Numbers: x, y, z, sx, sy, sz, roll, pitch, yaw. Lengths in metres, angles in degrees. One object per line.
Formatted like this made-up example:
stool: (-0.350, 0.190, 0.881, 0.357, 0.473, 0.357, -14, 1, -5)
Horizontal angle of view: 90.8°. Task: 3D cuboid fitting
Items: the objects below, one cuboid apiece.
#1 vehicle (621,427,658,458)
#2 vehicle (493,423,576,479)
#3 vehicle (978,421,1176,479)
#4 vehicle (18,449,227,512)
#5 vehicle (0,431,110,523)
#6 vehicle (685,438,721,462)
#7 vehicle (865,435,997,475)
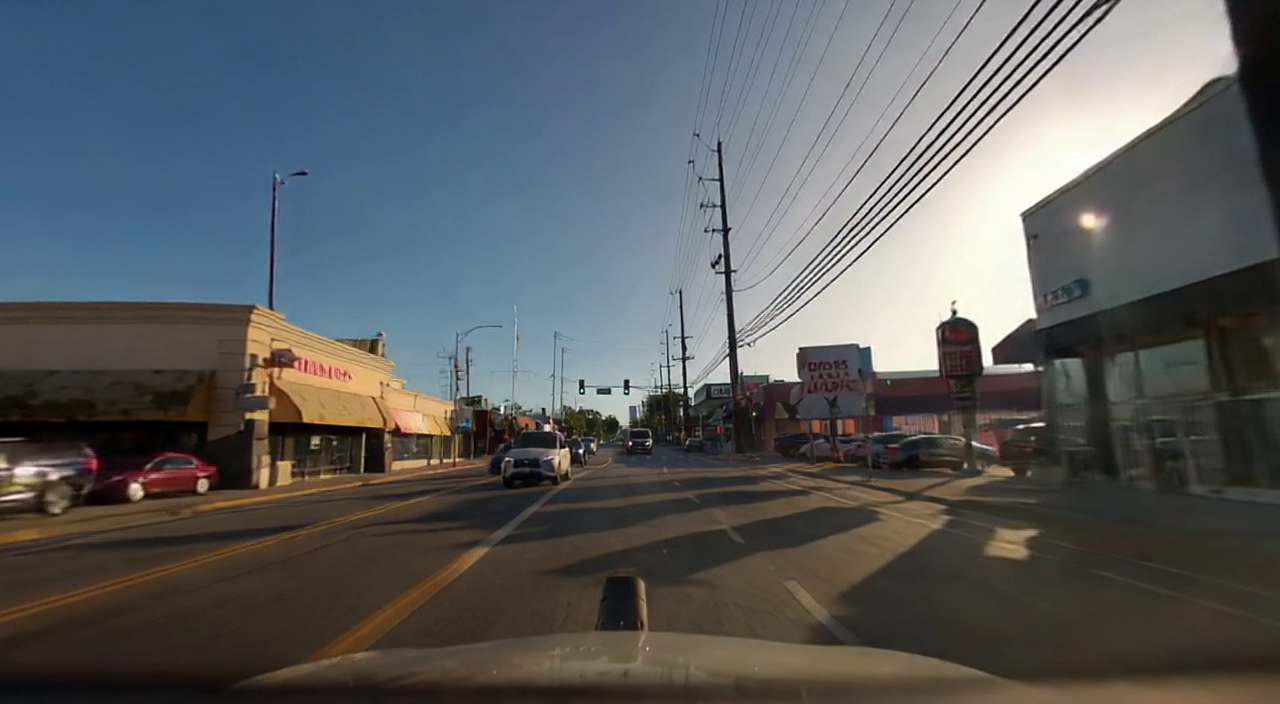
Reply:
vehicle: (-0.004, 7.170, 49.873, 2.683, 2.295, 6.404, 0, -8, 1)
vehicle: (-3.912, 3.820, 24.557, 2.277, 1.904, 5.583, 0, -8, 0)
vehicle: (15.011, 3.383, 21.937, 5.307, 1.877, 2.052, 0, -8, -1)
vehicle: (-14.295, 3.521, 17.897, 1.960, 1.503, 4.505, -1, -9, 3)
vehicle: (-13.875, 2.535, 12.790, 2.044, 1.830, 4.800, -1, -8, 1)
vehicle: (4.158, 6.599, 42.606, 1.926, 1.482, 4.442, 0, -8, 0)
vehicle: (11.327, 4.044, 24.854, 4.238, 1.464, 1.862, -1, -9, 2)
